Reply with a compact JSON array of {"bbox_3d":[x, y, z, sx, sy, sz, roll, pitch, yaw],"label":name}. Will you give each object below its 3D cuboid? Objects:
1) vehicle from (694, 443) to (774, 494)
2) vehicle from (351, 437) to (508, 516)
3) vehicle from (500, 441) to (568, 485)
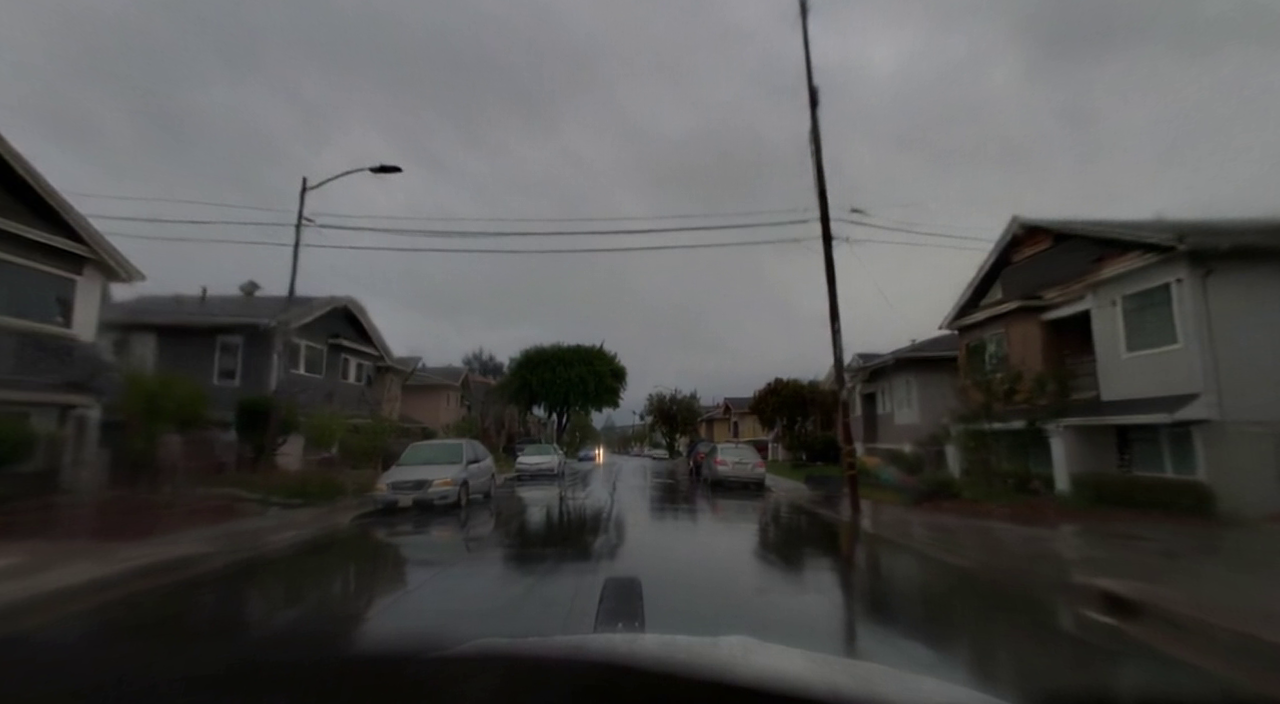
[{"bbox_3d":[3.008,3.817,21.100,1.888,1.484,4.476,0,-8,-1],"label":"vehicle"},{"bbox_3d":[-4.542,2.738,14.623,2.020,1.470,5.300,0,-8,-2],"label":"vehicle"},{"bbox_3d":[-4.315,4.577,26.342,2.089,1.508,4.537,2,-7,-1],"label":"vehicle"}]
